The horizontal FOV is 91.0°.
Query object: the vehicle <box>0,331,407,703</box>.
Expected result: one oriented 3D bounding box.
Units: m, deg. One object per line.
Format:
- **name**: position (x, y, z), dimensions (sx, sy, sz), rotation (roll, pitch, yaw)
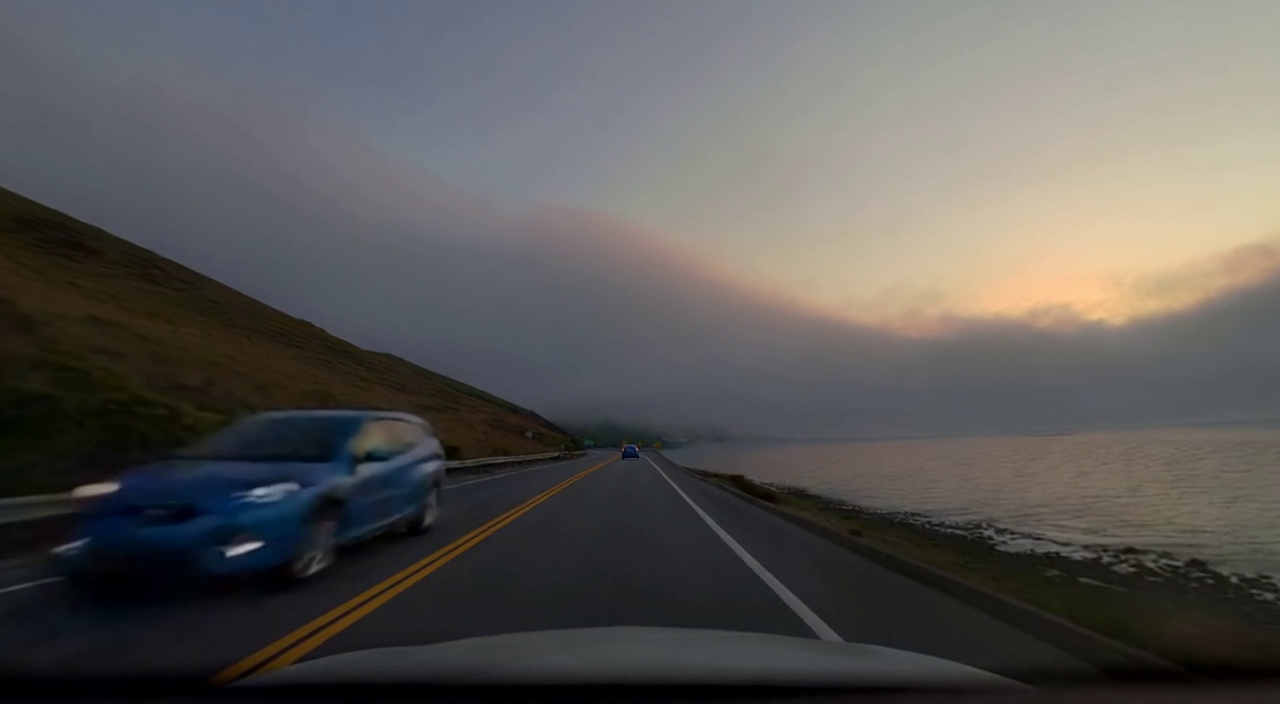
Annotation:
- **vehicle**: position (-4.093, 1.182, 5.331), dimensions (2.180, 1.826, 5.350), rotation (0, -9, 0)
